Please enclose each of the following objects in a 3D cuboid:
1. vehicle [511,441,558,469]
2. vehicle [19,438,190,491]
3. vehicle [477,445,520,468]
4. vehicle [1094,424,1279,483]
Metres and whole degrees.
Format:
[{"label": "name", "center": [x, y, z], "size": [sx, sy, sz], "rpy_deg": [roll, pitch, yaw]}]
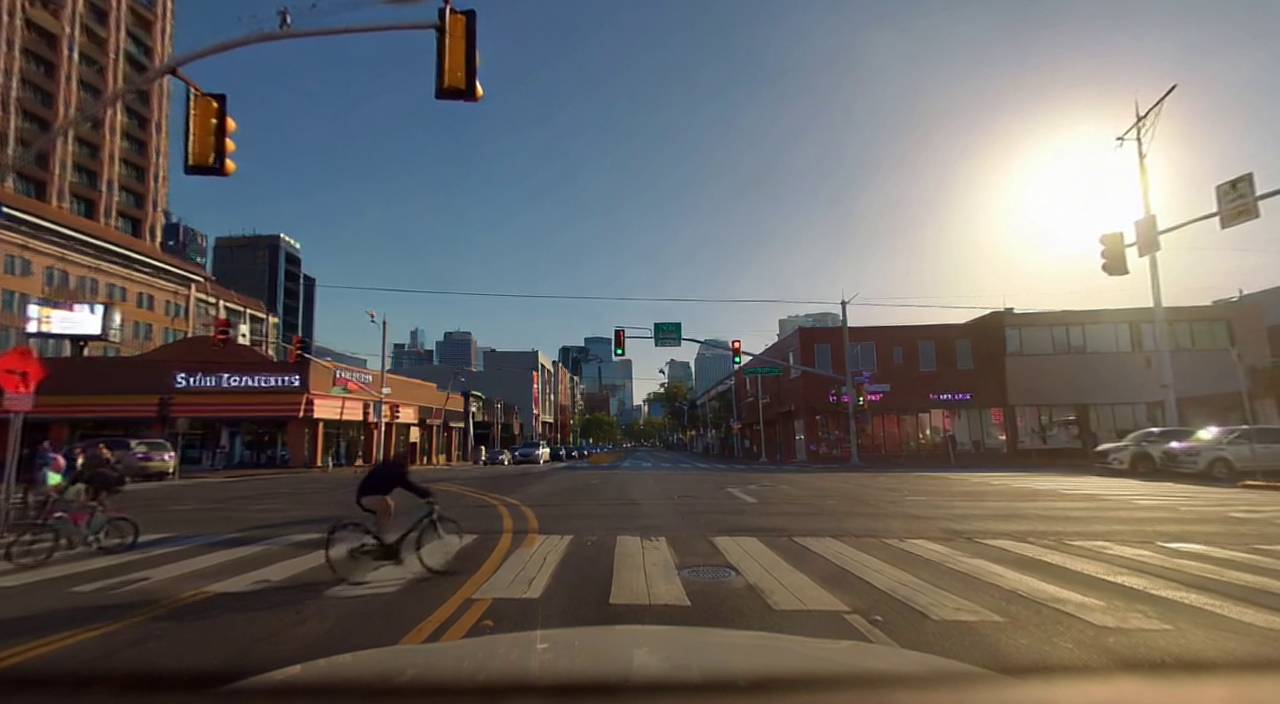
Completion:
[{"label": "vehicle", "center": [-6.793, 6.659, 41.035], "size": [2.181, 1.703, 4.512], "rpy_deg": [0, -8, 1]}, {"label": "vehicle", "center": [-21.150, 4.416, 25.045], "size": [5.161, 1.910, 2.275], "rpy_deg": [-2, -9, 11]}, {"label": "vehicle", "center": [-9.869, 7.321, 44.393], "size": [2.106, 1.505, 4.228], "rpy_deg": [0, -8, 0]}, {"label": "vehicle", "center": [15.409, 2.718, 17.038], "size": [4.651, 1.463, 1.880], "rpy_deg": [-1, -9, 9]}]
